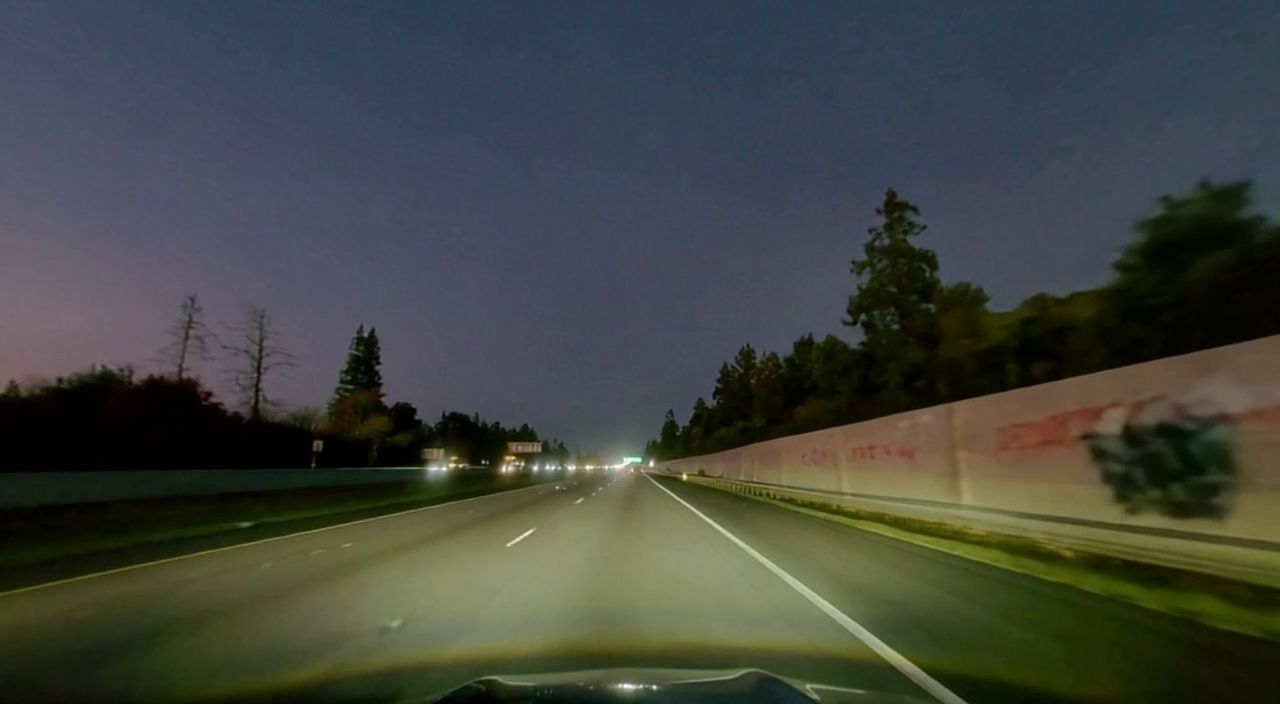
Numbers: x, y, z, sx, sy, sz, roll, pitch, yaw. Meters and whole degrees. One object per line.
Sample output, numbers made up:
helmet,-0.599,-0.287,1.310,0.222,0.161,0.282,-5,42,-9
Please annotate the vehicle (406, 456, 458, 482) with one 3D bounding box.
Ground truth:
vehicle,-13.279,7.514,40.466,1.929,1.496,4.012,1,-11,1
